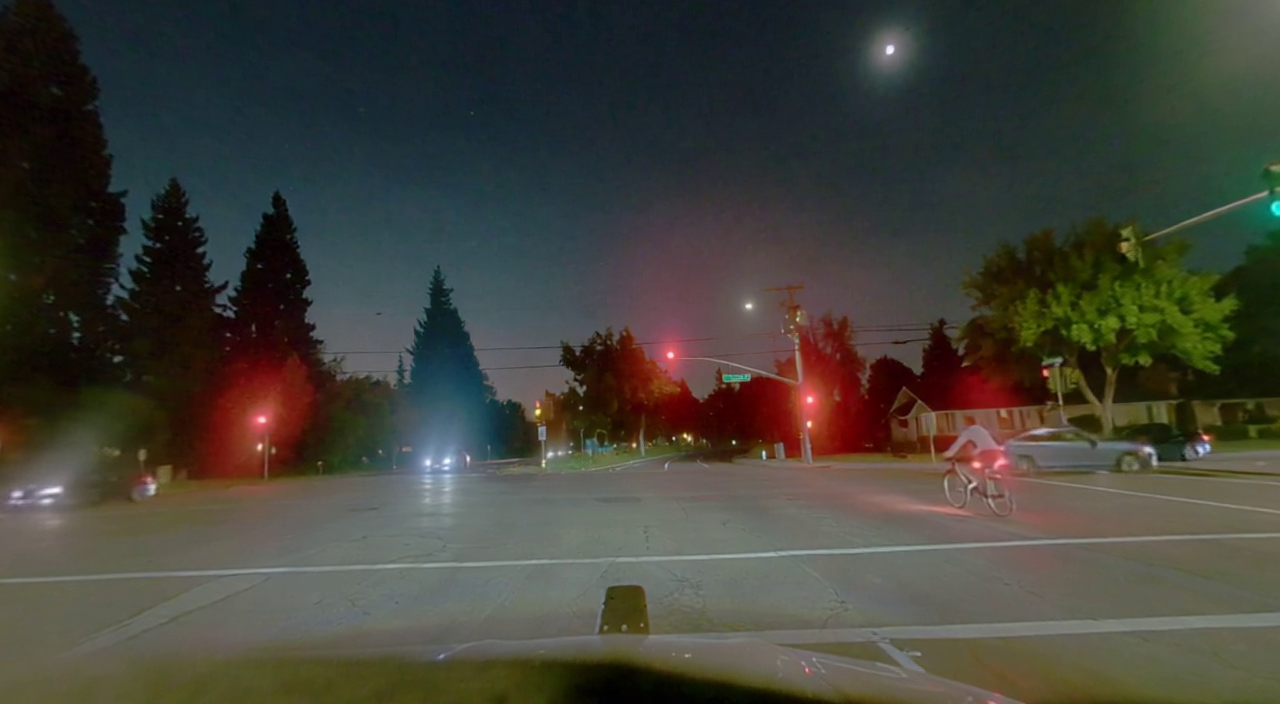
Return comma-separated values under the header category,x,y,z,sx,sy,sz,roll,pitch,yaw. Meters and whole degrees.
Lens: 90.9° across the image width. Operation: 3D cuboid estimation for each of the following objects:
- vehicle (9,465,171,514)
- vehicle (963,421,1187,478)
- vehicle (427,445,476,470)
category,x,y,z,sx,sy,sz,roll,pitch,yaw
vehicle,-19.119,4.772,22.246,1.810,1.393,4.423,0,-9,-2
vehicle,12.155,2.787,17.946,4.749,1.496,2.017,-1,-9,6
vehicle,-13.859,7.749,46.558,2.148,1.753,4.558,0,-9,1
